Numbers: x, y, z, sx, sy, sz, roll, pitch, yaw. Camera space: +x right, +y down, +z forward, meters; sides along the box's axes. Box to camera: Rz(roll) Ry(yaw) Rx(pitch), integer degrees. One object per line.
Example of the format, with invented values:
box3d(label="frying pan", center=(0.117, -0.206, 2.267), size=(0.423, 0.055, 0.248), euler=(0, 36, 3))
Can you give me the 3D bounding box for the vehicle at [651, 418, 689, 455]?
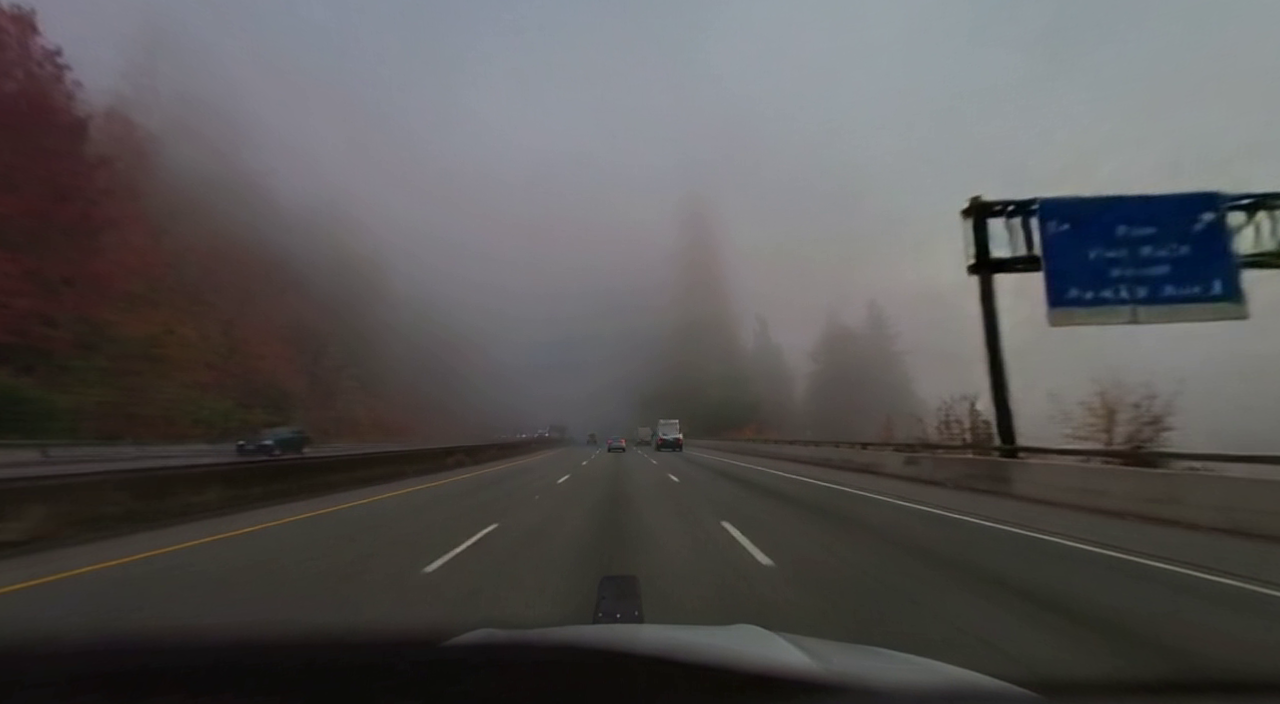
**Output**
box3d(label="vehicle", center=(2.195, 6.376, 47.287), size=(2.411, 2.614, 5.781), euler=(0, -8, -1))
